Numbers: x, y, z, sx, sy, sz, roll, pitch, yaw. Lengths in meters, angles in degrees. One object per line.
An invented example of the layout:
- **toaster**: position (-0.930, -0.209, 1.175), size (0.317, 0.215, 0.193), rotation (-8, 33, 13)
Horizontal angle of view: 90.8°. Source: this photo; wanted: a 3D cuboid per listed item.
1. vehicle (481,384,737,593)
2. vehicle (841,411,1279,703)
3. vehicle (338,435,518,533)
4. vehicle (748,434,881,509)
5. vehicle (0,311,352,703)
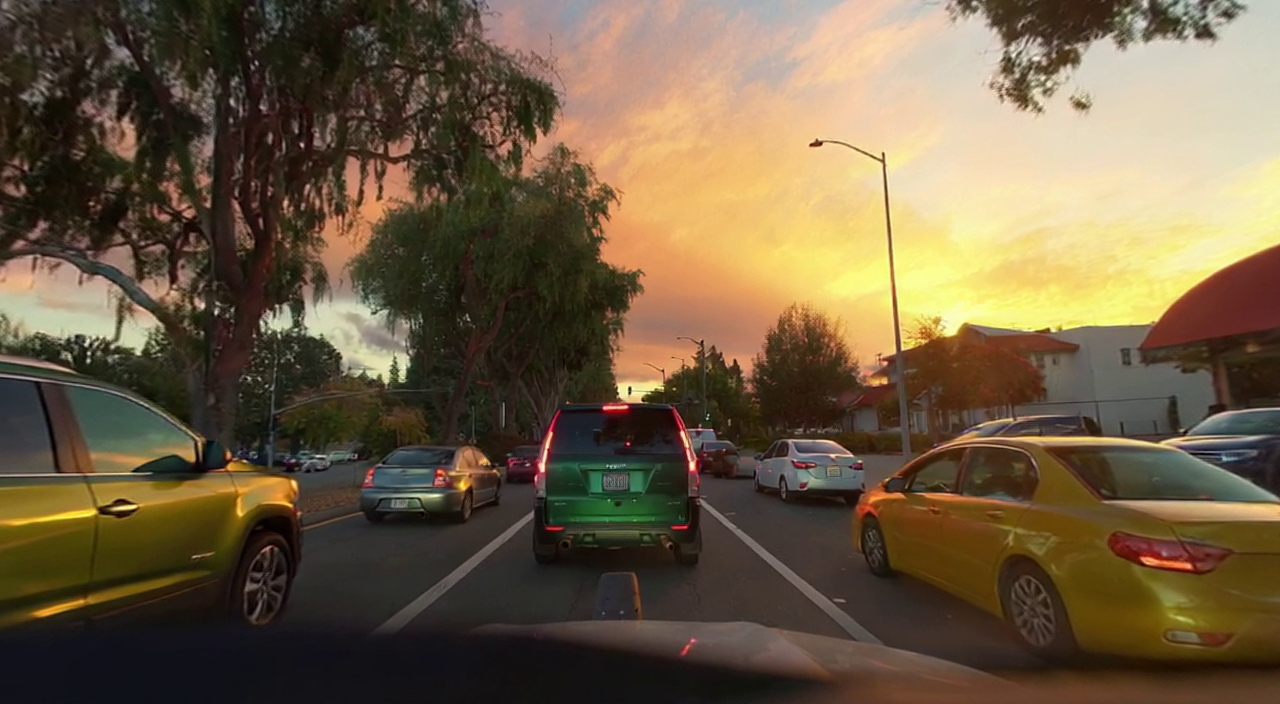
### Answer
- **vehicle**: position (-0.305, 1.507, 7.717), size (2.238, 1.825, 4.190), rotation (0, -9, -1)
- **vehicle**: position (3.372, 1.356, 5.252), size (1.900, 1.477, 4.352), rotation (0, -9, -1)
- **vehicle**: position (-3.585, 2.298, 11.605), size (1.849, 1.451, 4.218), rotation (0, -9, 0)
- **vehicle**: position (3.937, 2.768, 15.078), size (1.875, 1.521, 4.192), rotation (0, -9, -2)
- **vehicle**: position (-3.604, 0.879, 3.129), size (2.231, 1.853, 4.461), rotation (0, -9, 0)
